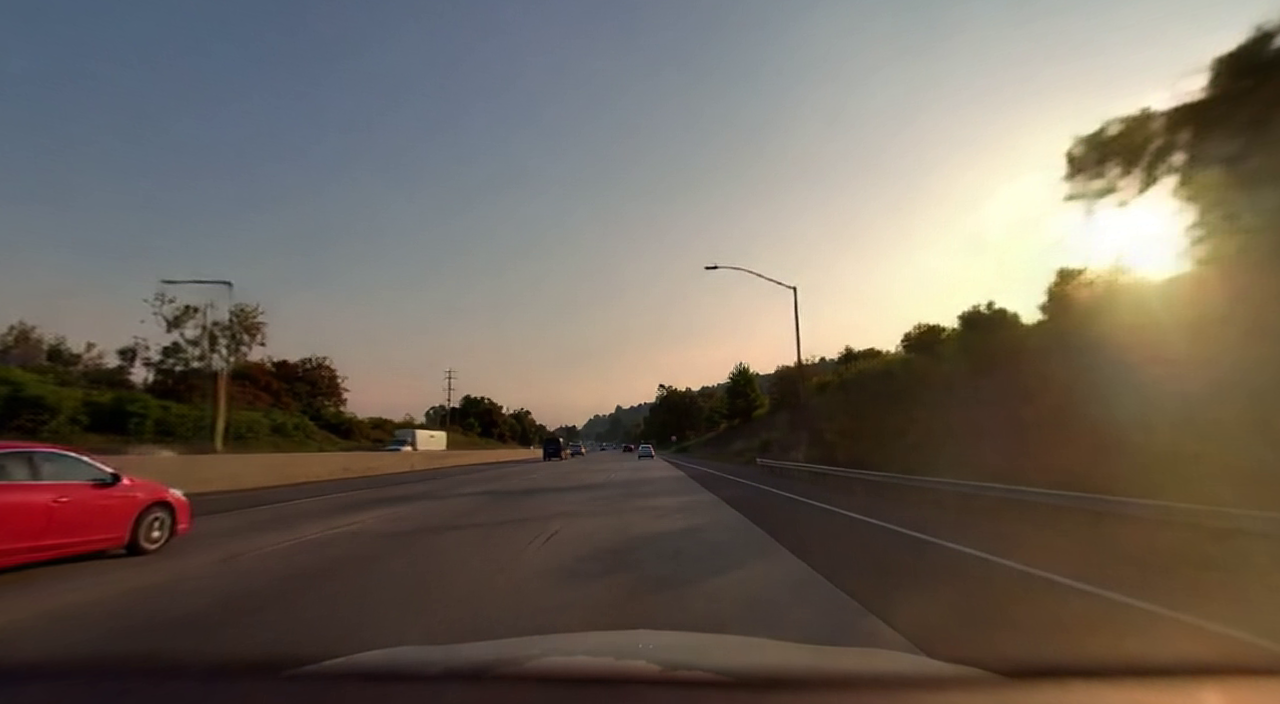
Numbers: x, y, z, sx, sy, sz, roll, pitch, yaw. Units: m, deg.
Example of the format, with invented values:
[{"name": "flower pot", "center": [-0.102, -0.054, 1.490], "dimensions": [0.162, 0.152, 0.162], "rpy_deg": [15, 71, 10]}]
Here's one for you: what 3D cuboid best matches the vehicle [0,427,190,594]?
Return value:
[{"name": "vehicle", "center": [-6.754, 1.419, 5.599], "dimensions": [1.981, 1.486, 4.735], "rpy_deg": [0, -8, 1]}]
